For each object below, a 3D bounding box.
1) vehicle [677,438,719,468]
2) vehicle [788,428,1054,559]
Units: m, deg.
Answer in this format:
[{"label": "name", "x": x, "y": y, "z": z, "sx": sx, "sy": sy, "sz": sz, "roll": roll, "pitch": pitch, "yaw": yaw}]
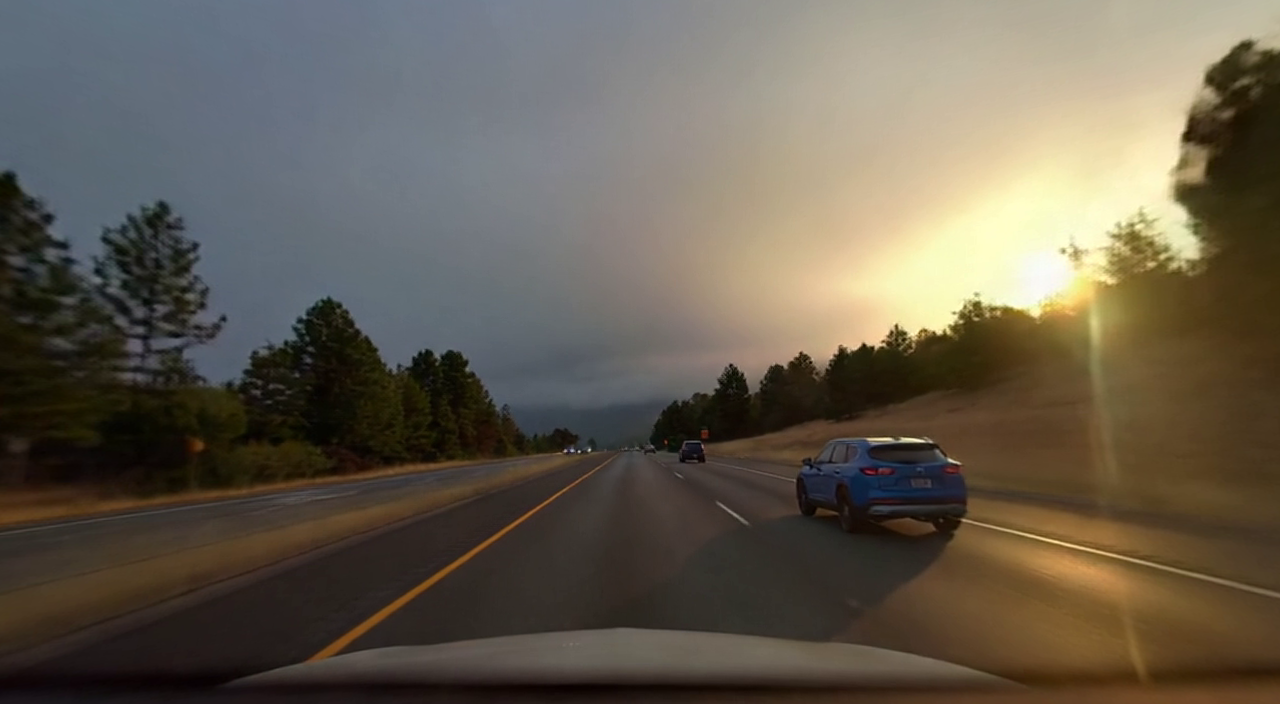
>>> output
[{"label": "vehicle", "x": 3.393, "y": 5.995, "z": 37.567, "sx": 2.043, "sy": 1.673, "sz": 4.016, "roll": 0, "pitch": -8, "yaw": -2}, {"label": "vehicle", "x": 3.828, "y": 1.972, "z": 9.589, "sx": 1.999, "sy": 1.501, "sz": 4.221, "roll": 0, "pitch": -8, "yaw": -2}]
